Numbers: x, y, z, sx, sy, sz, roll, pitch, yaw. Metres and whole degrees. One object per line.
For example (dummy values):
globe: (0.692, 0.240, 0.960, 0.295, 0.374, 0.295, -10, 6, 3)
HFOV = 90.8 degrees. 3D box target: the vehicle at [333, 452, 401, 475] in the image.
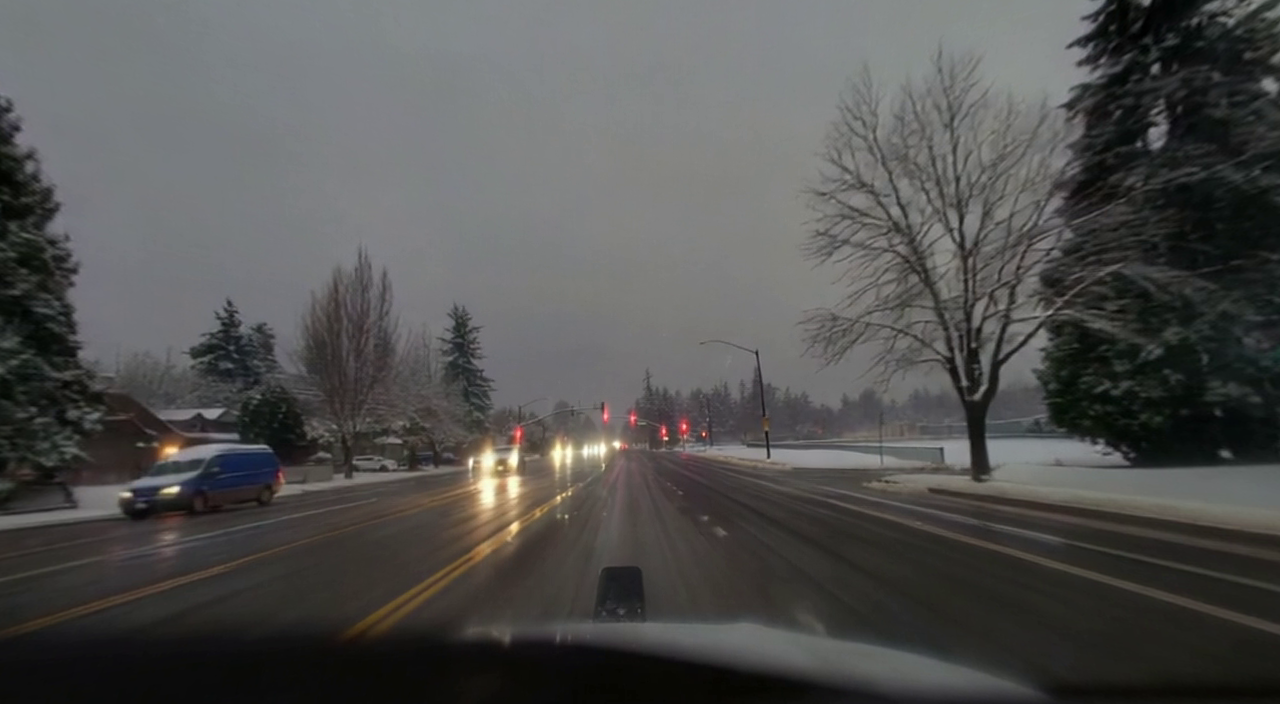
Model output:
vehicle: (-21.107, 8.612, 48.886, 4.354, 1.676, 1.905, 0, -9, -2)

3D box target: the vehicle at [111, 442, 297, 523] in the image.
vehicle: (-13.689, 4.073, 20.445, 2.346, 2.217, 5.290, 0, -9, -2)

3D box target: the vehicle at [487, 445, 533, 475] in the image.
vehicle: (-7.846, 6.538, 38.439, 1.958, 1.702, 4.386, 0, -8, -1)
